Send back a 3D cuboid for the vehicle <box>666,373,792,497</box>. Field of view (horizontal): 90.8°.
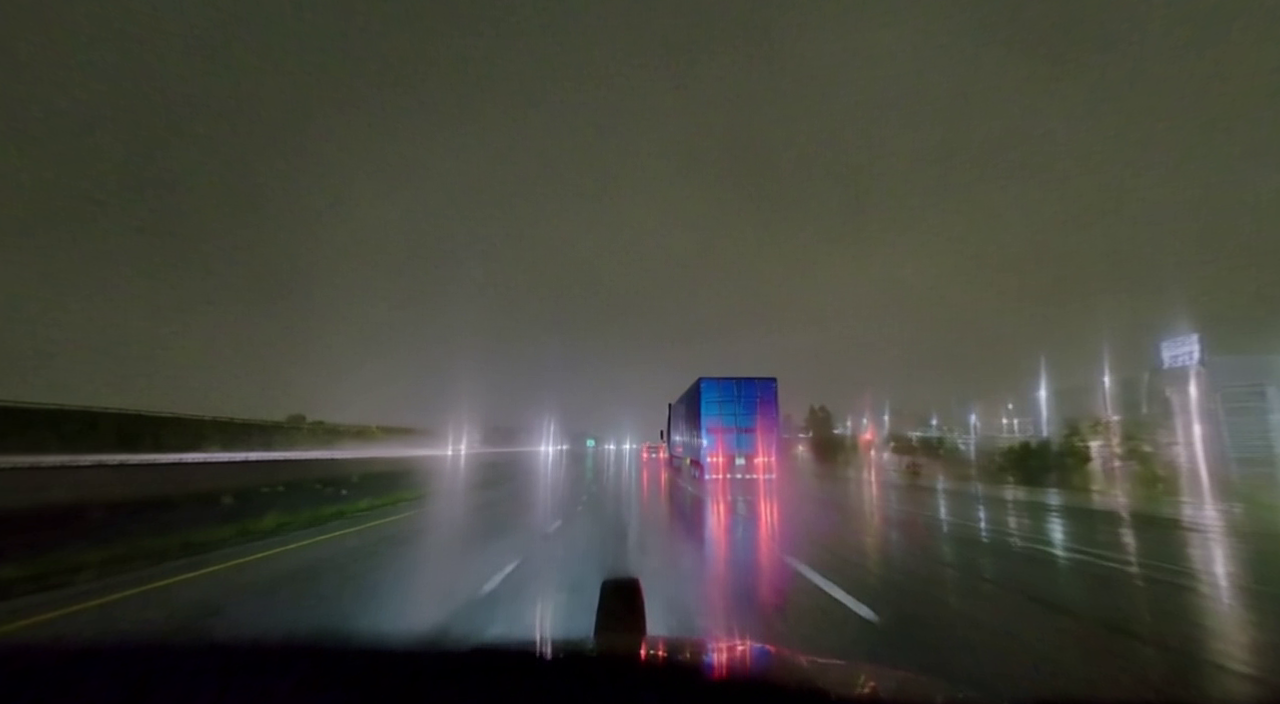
[{"bbox_3d":[3.334,4.073,29.635,3.462,4.177,16.311,0,-9,0],"label":"vehicle"}]
